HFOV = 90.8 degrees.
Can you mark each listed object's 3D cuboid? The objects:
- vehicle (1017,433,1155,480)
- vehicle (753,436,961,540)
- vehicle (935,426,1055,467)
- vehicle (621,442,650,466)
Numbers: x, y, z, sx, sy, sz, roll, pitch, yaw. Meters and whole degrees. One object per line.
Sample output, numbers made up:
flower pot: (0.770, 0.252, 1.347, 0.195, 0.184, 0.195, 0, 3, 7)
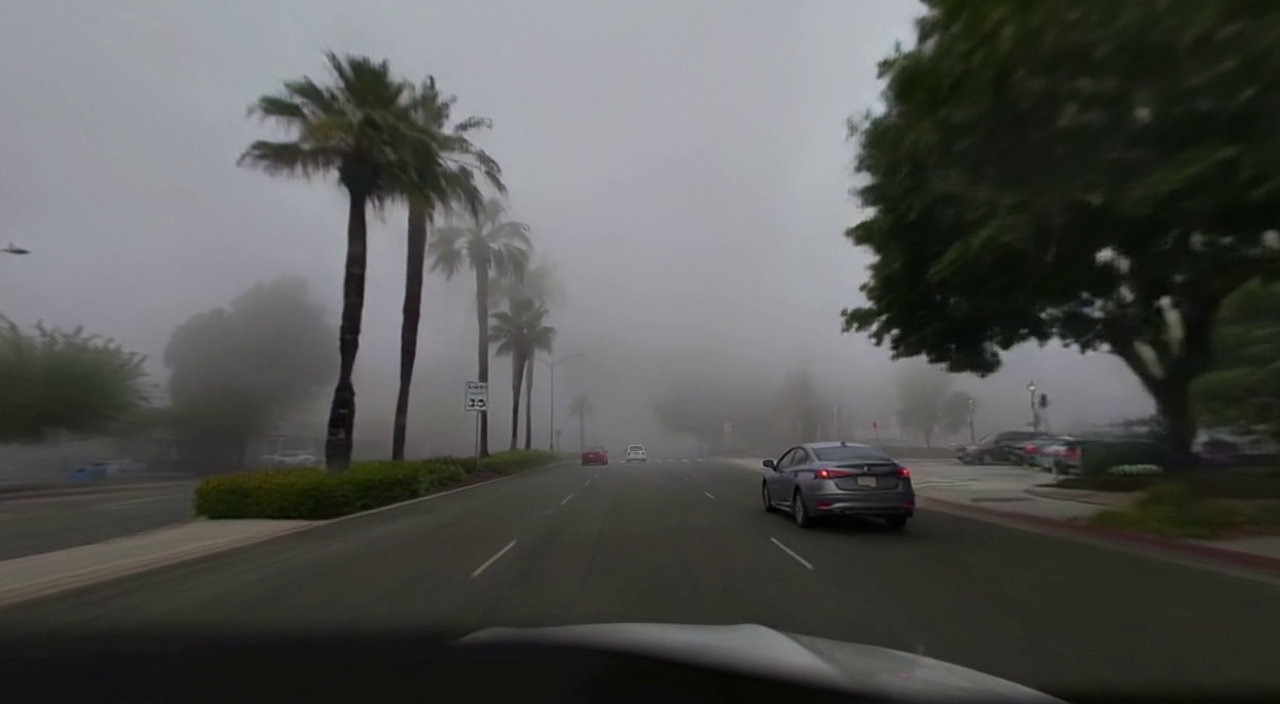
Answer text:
vehicle: (15.368, 3.593, 22.039, 1.975, 1.464, 3.651, -1, -8, -4)
vehicle: (3.605, 2.344, 11.622, 2.090, 1.503, 4.566, 0, -9, -2)
vehicle: (18.329, 4.924, 32.809, 4.719, 1.803, 2.339, -1, -12, -4)
vehicle: (-0.344, 7.475, 46.322, 2.102, 1.653, 3.698, 0, -9, -1)
